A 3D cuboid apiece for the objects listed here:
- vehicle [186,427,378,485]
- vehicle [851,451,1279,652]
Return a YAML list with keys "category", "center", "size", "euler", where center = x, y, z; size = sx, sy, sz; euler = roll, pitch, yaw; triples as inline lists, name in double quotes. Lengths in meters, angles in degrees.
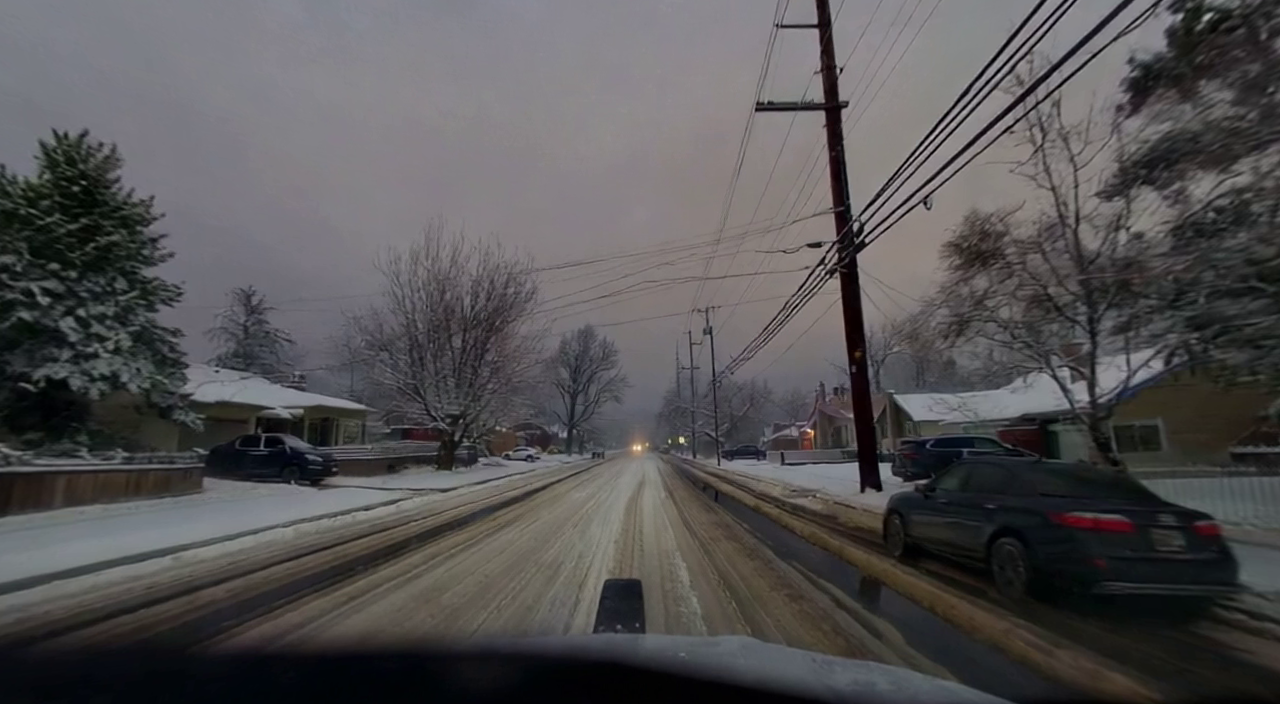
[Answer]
- category: "vehicle"
  center: [-12.334, 3.624, 22.142]
  size: [5.186, 1.842, 2.465]
  euler: [0, -9, -1]
- category: "vehicle"
  center: [4.215, 1.827, 6.943]
  size: [2.055, 1.402, 4.559]
  euler: [1, -9, -2]
